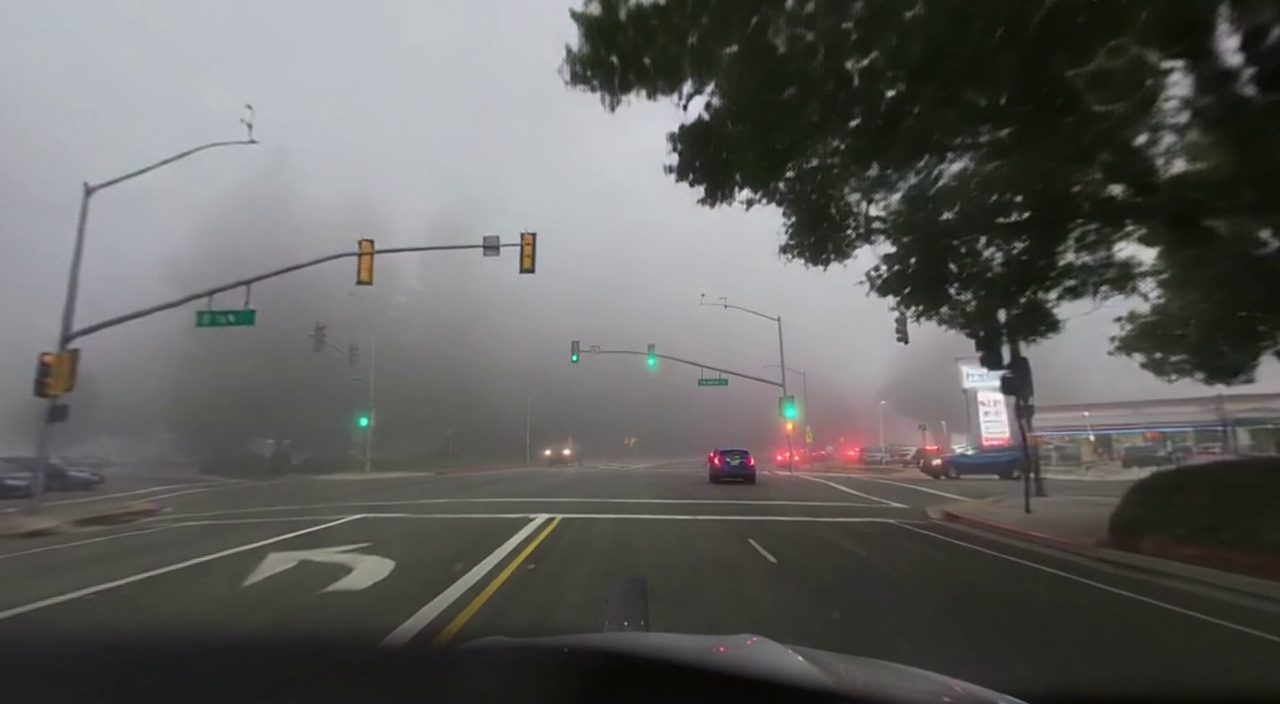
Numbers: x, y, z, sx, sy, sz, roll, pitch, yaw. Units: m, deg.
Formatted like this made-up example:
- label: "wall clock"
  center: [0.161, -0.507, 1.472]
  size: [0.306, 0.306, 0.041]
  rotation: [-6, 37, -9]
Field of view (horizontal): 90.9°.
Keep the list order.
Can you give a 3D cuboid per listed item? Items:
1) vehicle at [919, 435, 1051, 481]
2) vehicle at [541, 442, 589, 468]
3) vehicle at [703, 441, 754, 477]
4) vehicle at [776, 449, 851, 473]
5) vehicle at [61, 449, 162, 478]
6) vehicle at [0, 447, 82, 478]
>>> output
- label: "vehicle"
  center: [15.712, 4.848, 28.928]
  size: [4.713, 1.969, 2.201]
  rotation: [0, -9, -1]
- label: "vehicle"
  center: [-5.249, 7.269, 44.599]
  size: [2.309, 1.702, 4.323]
  rotation: [-1, -9, 8]
- label: "vehicle"
  center: [4.460, 5.456, 32.457]
  size: [2.311, 1.715, 4.287]
  rotation: [-1, -9, 4]
- label: "vehicle"
  center: [11.411, 7.186, 41.648]
  size: [1.938, 1.466, 4.434]
  rotation: [7, -11, -37]
- label: "vehicle"
  center: [-32.251, 6.770, 38.673]
  size: [1.967, 1.632, 4.962]
  rotation: [0, -9, -1]
- label: "vehicle"
  center: [-37.769, 6.773, 38.693]
  size: [2.194, 1.754, 5.433]
  rotation: [-1, -9, -4]
